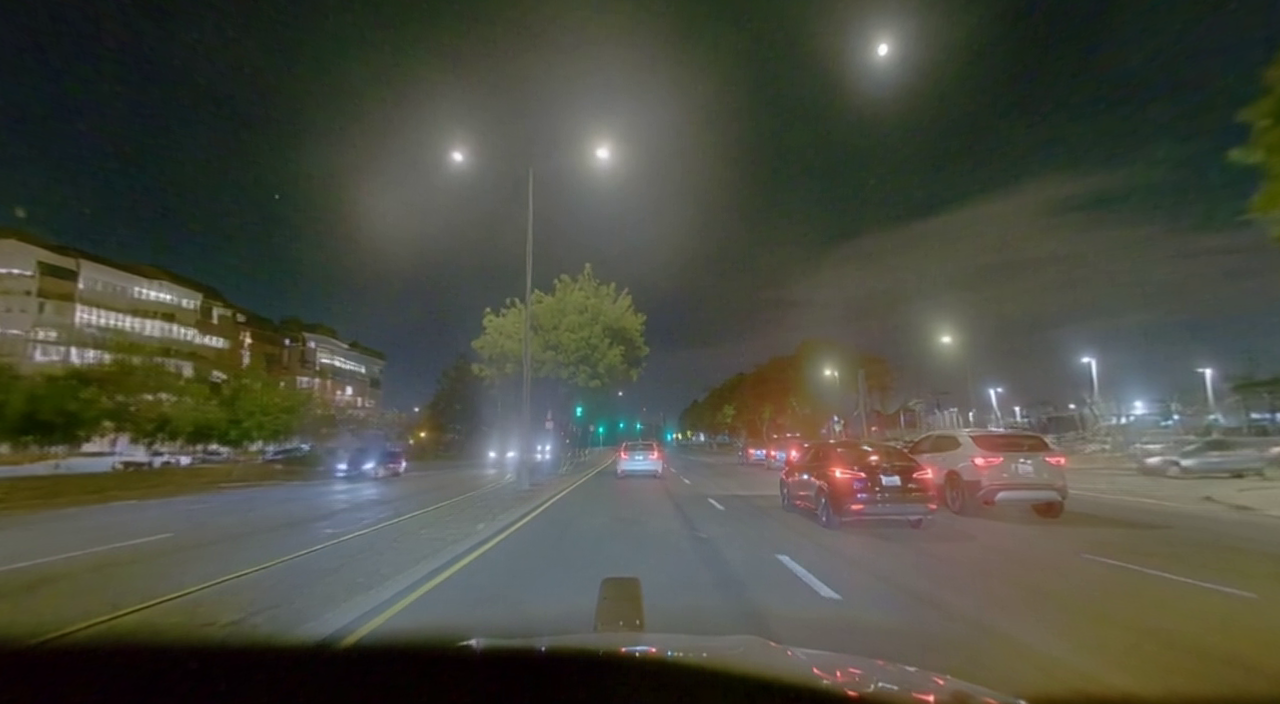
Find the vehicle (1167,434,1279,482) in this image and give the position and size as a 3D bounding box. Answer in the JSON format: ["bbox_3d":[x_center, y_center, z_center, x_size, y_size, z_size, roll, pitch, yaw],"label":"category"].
[{"bbox_3d":[20.795,3.700,21.854,4.354,1.486,1.970,5,-10,-21],"label":"vehicle"}]

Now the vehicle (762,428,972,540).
[{"bbox_3d":[3.411,2.060,10.505,1.858,1.466,4.230,0,-8,-1],"label":"vehicle"}]

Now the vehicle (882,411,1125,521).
[{"bbox_3d":[6.957,2.243,12.879,2.134,1.810,4.590,0,-8,-1],"label":"vehicle"}]

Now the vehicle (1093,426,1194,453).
[{"bbox_3d":[37.501,6.523,47.128,5.573,1.973,2.229,0,-8,0],"label":"vehicle"}]

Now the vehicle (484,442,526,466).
[{"bbox_3d":[-9.034,6.866,42.539,1.895,1.503,4.237,0,-8,0],"label":"vehicle"}]

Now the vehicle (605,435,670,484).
[{"bbox_3d":[-0.093,3.595,21.334,1.994,1.479,3.647,0,-8,0],"label":"vehicle"}]

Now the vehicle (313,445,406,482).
[{"bbox_3d":[-12.029,4.785,27.476,1.931,1.477,4.630,0,-8,0],"label":"vehicle"}]

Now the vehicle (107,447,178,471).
[{"bbox_3d":[-36.898,7.928,46.999,1.944,1.576,4.005,-3,-8,1],"label":"vehicle"}]
